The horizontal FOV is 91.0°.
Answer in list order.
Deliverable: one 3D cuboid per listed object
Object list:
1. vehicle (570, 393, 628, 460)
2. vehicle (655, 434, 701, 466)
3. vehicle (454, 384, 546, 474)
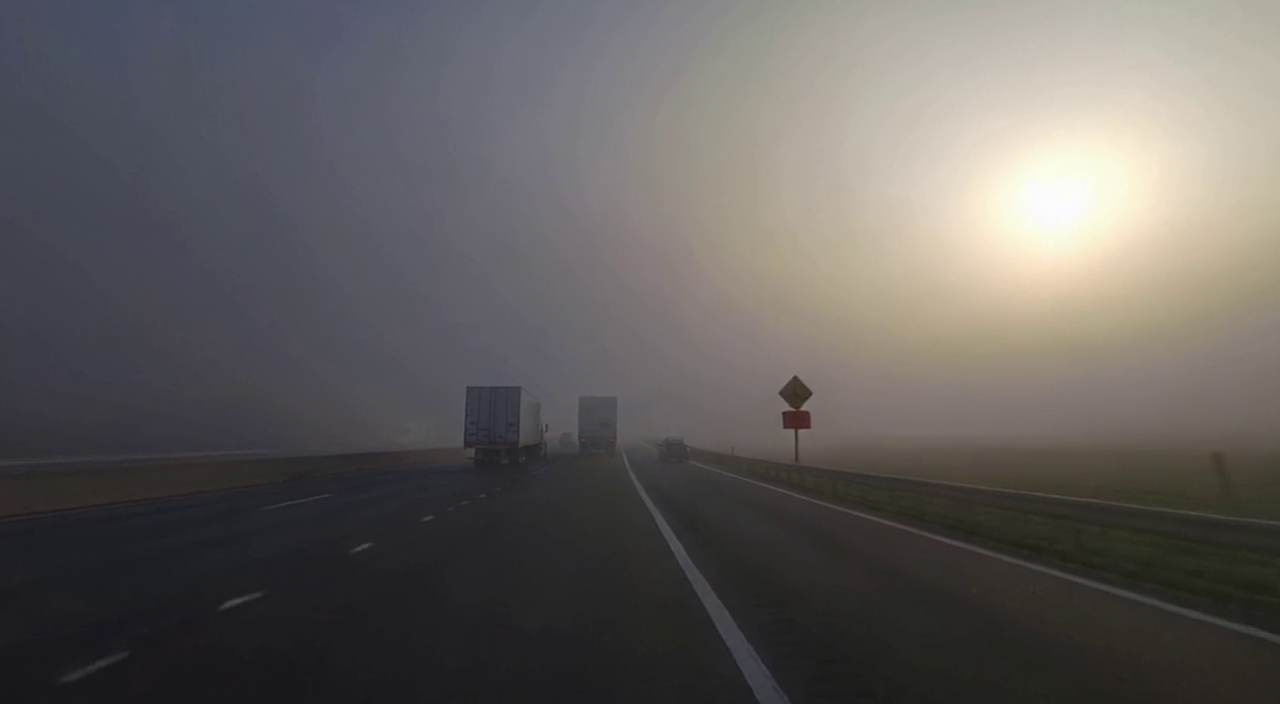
[{"bbox_3d":[-3.069,5.737,46.874,3.475,4.037,17.454,0,-8,-4],"label":"vehicle"},{"bbox_3d":[1.832,4.890,31.491,1.891,1.477,3.599,0,-8,-3],"label":"vehicle"},{"bbox_3d":[-5.883,3.430,27.716,2.728,3.405,7.096,0,-8,-3],"label":"vehicle"}]
